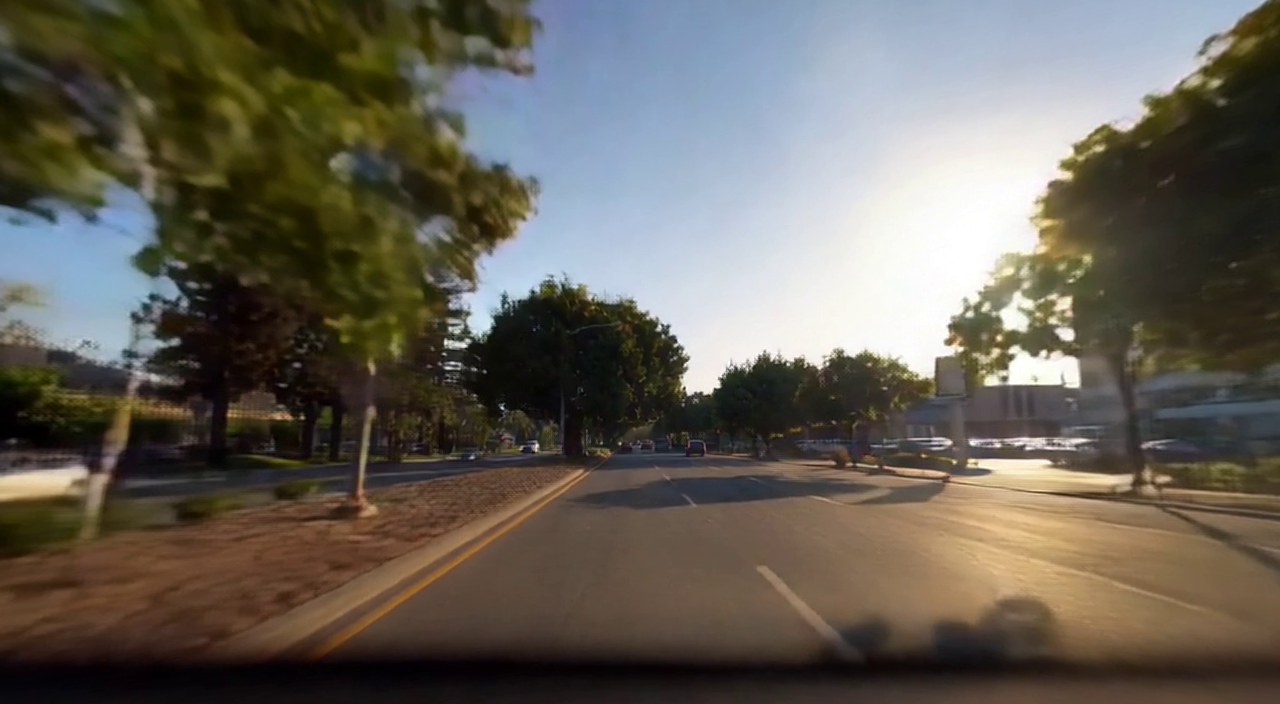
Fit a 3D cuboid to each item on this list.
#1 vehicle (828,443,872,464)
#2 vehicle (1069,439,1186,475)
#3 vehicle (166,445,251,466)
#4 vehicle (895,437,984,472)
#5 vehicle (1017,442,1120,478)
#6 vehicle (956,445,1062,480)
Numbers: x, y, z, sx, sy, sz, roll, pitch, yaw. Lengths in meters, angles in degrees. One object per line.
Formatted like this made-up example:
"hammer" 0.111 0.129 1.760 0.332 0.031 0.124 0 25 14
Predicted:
"vehicle" 15.941 7.701 48.171 1.892 1.421 4.556 -1 -8 3
"vehicle" 22.375 4.840 29.241 1.895 1.471 4.511 -2 -9 2
"vehicle" -29.707 7.122 43.558 4.461 1.441 1.820 0 -8 0
"vehicle" 16.337 5.593 34.822 2.052 1.749 5.213 0 -8 -4
"vehicle" 19.647 4.936 29.203 1.972 1.461 4.021 0 -8 0
"vehicle" 16.596 4.946 28.765 1.863 1.445 4.703 0 -8 -2
